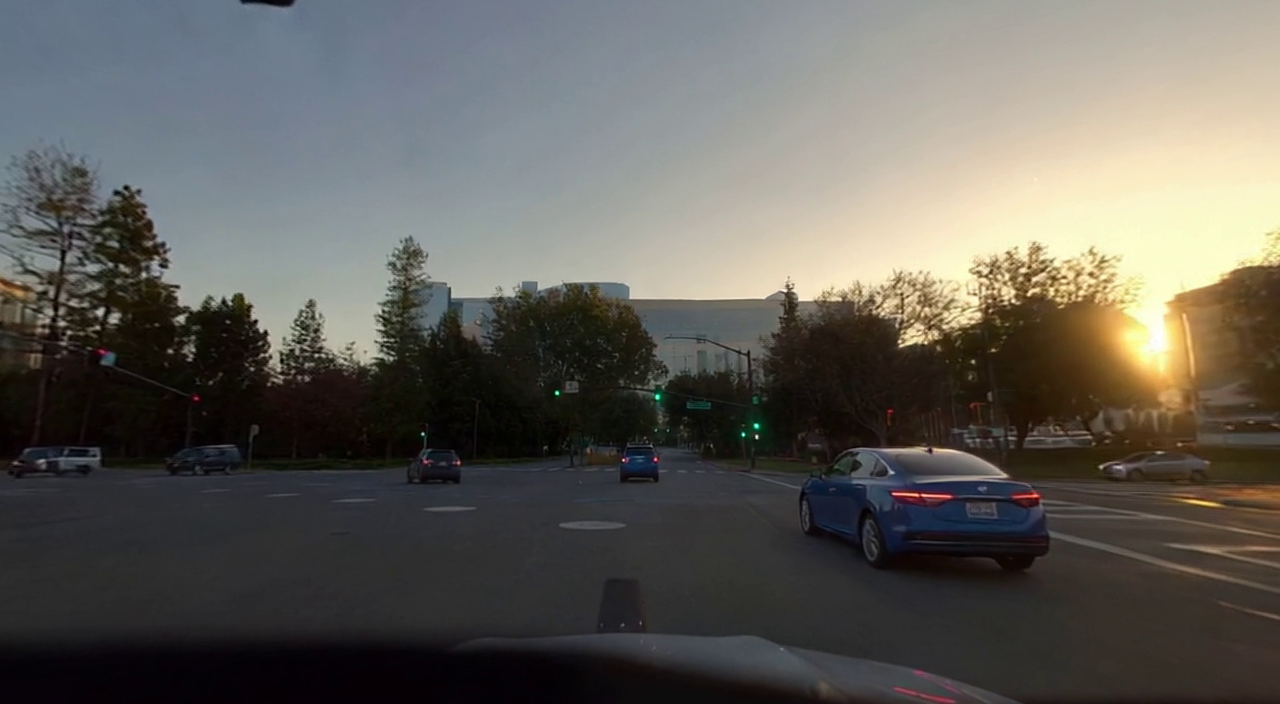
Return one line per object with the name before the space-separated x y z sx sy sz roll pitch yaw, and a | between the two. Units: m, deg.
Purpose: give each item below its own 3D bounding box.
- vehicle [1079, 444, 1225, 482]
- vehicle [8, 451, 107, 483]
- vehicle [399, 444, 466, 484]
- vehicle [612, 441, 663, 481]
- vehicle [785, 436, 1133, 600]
vehicle | 23.655 5.107 29.247 4.705 1.631 2.053 -2 -8 16
vehicle | -31.583 6.187 34.041 4.422 1.605 1.955 -3 -9 20
vehicle | -9.481 5.026 28.518 1.987 1.633 4.005 5 -9 -30
vehicle | -0.111 4.893 28.465 2.108 1.654 4.235 0 -8 0
vehicle | 3.429 1.833 8.015 2.056 1.468 4.520 0 -8 0
